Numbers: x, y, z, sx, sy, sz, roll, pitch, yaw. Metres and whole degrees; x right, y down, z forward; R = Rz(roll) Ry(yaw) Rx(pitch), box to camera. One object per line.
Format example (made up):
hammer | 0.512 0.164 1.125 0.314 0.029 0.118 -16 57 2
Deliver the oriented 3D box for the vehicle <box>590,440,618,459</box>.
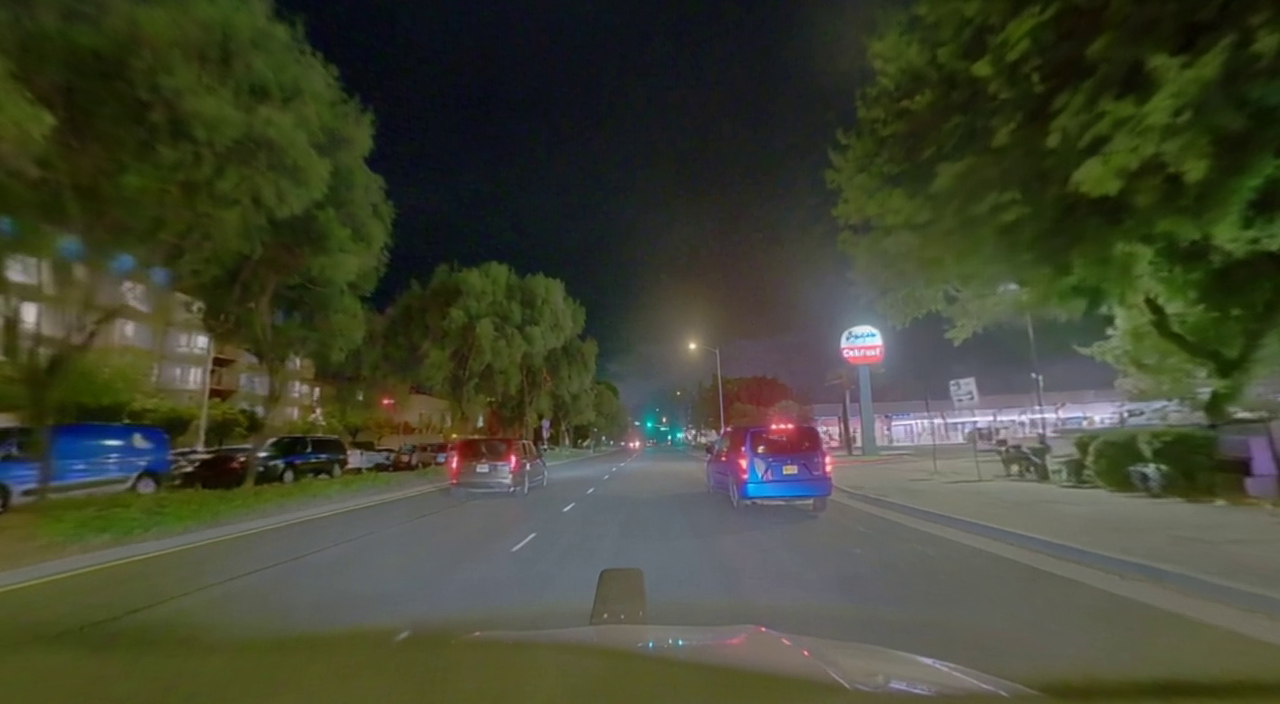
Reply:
vehicle | -2.761 7.607 48.950 1.840 1.442 4.050 0 -8 1

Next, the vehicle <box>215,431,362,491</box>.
vehicle | -11.801 3.685 21.605 2.117 1.787 4.917 0 -8 1

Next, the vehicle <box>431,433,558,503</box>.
vehicle | -3.412 2.822 15.669 1.966 1.481 4.385 -1 -8 2

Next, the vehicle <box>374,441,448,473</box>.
vehicle | -11.303 5.214 31.357 1.959 1.488 4.390 -1 -8 2

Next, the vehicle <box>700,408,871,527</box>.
vehicle | 2.405 2.087 11.790 2.293 1.779 4.457 -1 -8 2

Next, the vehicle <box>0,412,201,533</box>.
vehicle | -11.918 2.311 12.463 2.359 2.018 5.504 0 -8 1
